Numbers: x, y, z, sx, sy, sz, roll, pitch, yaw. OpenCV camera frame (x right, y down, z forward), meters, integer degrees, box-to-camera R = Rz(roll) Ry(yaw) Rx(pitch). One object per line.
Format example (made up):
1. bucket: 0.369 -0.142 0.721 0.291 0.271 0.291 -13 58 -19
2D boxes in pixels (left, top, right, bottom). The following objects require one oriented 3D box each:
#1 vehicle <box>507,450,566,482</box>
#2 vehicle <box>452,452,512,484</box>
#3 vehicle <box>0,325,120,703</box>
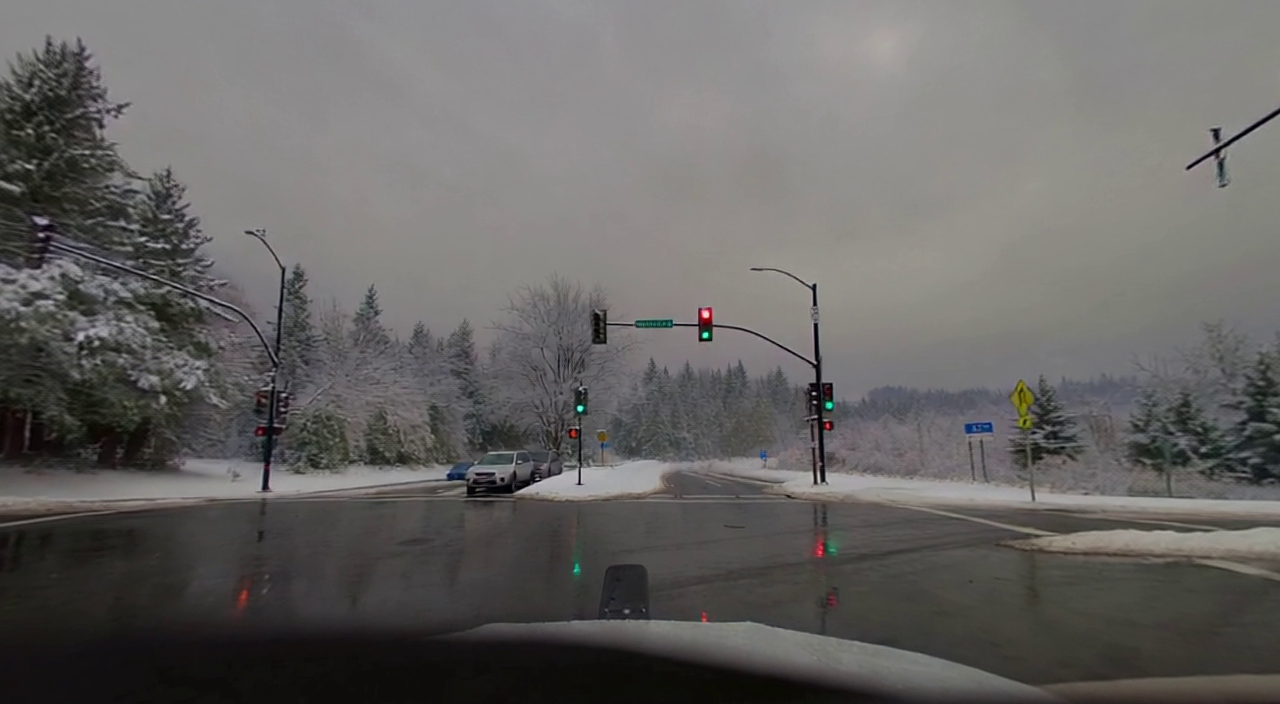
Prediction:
1. vehicle: -5.226 5.812 32.416 2.107 1.456 4.728 0 -8 2
2. vehicle: -8.023 5.908 32.406 1.960 1.433 4.213 0 -8 1
3. vehicle: -3.485 0.524 0.487 2.242 1.761 4.505 0 -8 1
